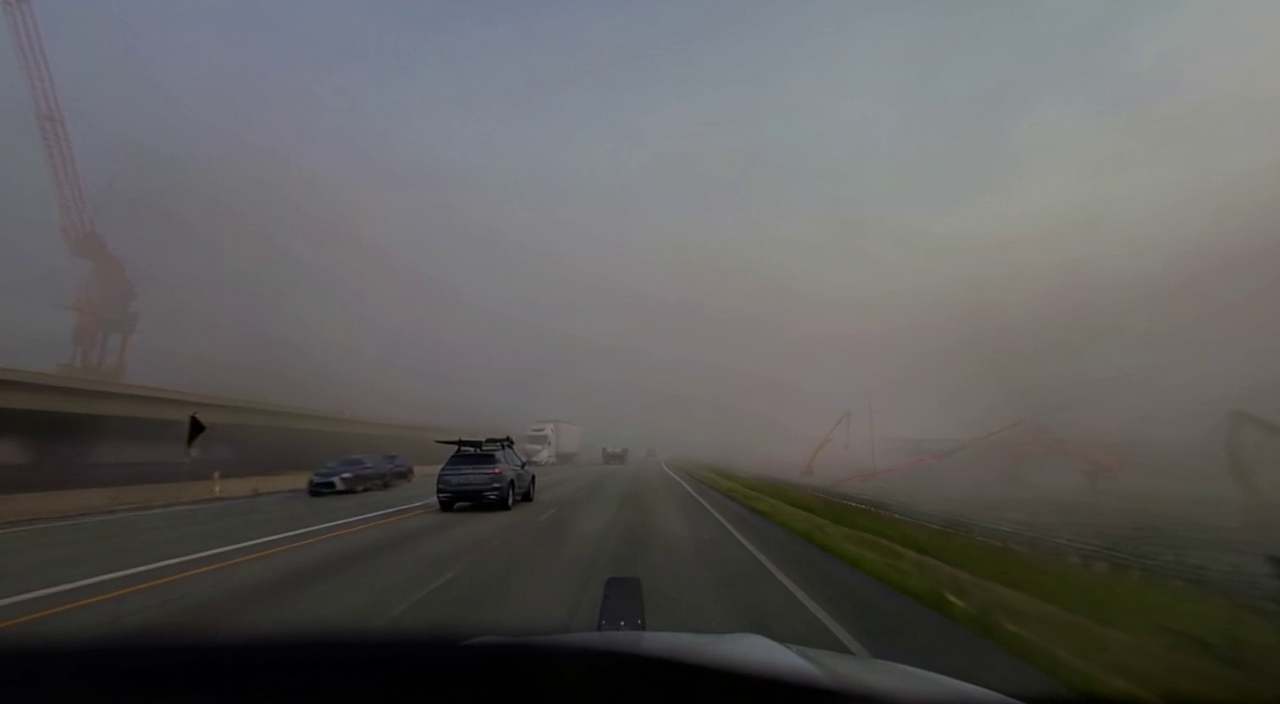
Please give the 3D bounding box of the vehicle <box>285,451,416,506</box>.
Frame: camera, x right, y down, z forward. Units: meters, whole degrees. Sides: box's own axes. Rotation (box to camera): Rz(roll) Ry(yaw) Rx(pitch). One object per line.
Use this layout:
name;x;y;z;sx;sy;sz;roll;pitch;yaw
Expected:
vehicle;-8.636;3.771;19.262;2.136;1.452;4.117;0;-9;-2

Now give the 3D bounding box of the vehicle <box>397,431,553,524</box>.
vehicle;-3.280;2.598;13.490;2.194;1.648;3.984;0;-9;1
